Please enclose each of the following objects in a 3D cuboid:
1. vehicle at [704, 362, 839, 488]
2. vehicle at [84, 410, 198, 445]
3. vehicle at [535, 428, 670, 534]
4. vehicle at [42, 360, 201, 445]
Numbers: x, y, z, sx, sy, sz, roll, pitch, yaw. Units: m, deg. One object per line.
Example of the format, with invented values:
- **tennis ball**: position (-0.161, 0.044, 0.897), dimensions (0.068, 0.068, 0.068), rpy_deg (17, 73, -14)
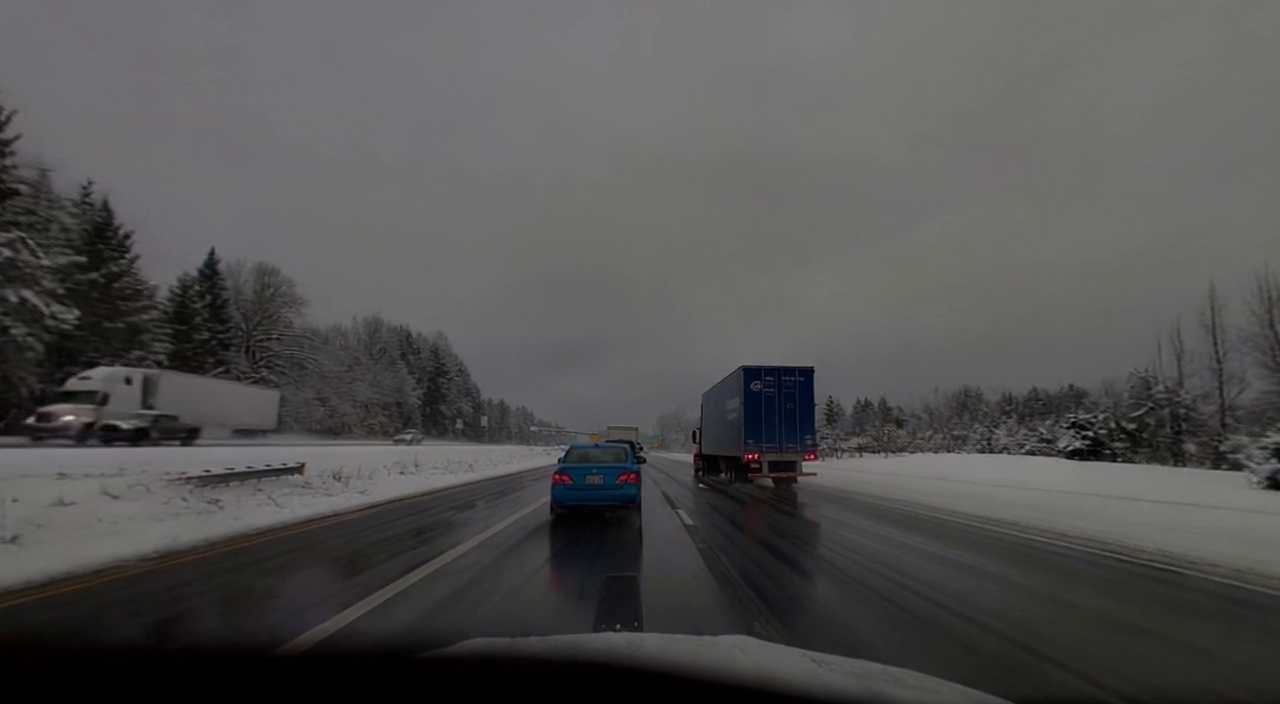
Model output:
- **vehicle**: position (4.935, 3.402, 27.300), dimensions (2.825, 4.043, 14.051), rpy_deg (0, -9, 0)
- **vehicle**: position (-22.738, 3.537, 28.909), dimensions (1.729, 1.455, 4.560), rpy_deg (0, -9, -3)
- **vehicle**: position (-0.580, 2.254, 11.462), dimensions (2.038, 1.582, 3.729), rpy_deg (0, -9, -1)
- **vehicle**: position (-26.992, 2.867, 33.275), dimensions (2.979, 3.928, 6.477), rpy_deg (0, -9, -4)
